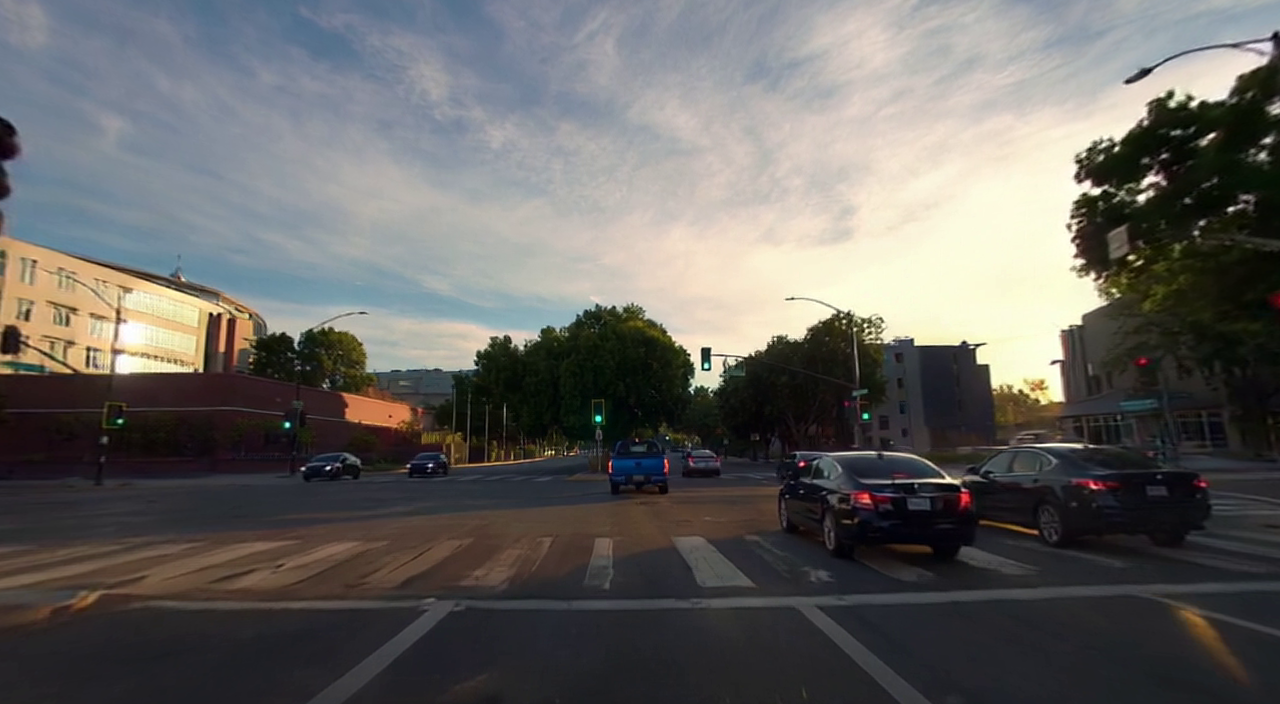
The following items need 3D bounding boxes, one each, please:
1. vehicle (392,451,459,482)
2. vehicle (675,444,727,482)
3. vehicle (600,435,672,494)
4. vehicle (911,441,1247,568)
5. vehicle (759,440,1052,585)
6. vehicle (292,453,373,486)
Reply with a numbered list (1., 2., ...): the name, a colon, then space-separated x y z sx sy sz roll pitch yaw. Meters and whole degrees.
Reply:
1. vehicle: -11.492 6.154 34.208 1.989 1.459 4.667 0 -8 0
2. vehicle: 2.929 5.464 31.453 2.013 1.742 4.424 0 -8 -2
3. vehicle: -0.160 4.027 23.010 2.344 1.883 4.572 0 -8 -1
4. vehicle: 6.156 2.135 9.761 1.855 1.469 4.598 0 -8 0
5. vehicle: 3.152 1.973 8.741 2.057 1.463 4.365 0 -8 -1
6. vehicle: -15.634 5.958 32.385 1.915 1.491 4.347 0 -8 0
